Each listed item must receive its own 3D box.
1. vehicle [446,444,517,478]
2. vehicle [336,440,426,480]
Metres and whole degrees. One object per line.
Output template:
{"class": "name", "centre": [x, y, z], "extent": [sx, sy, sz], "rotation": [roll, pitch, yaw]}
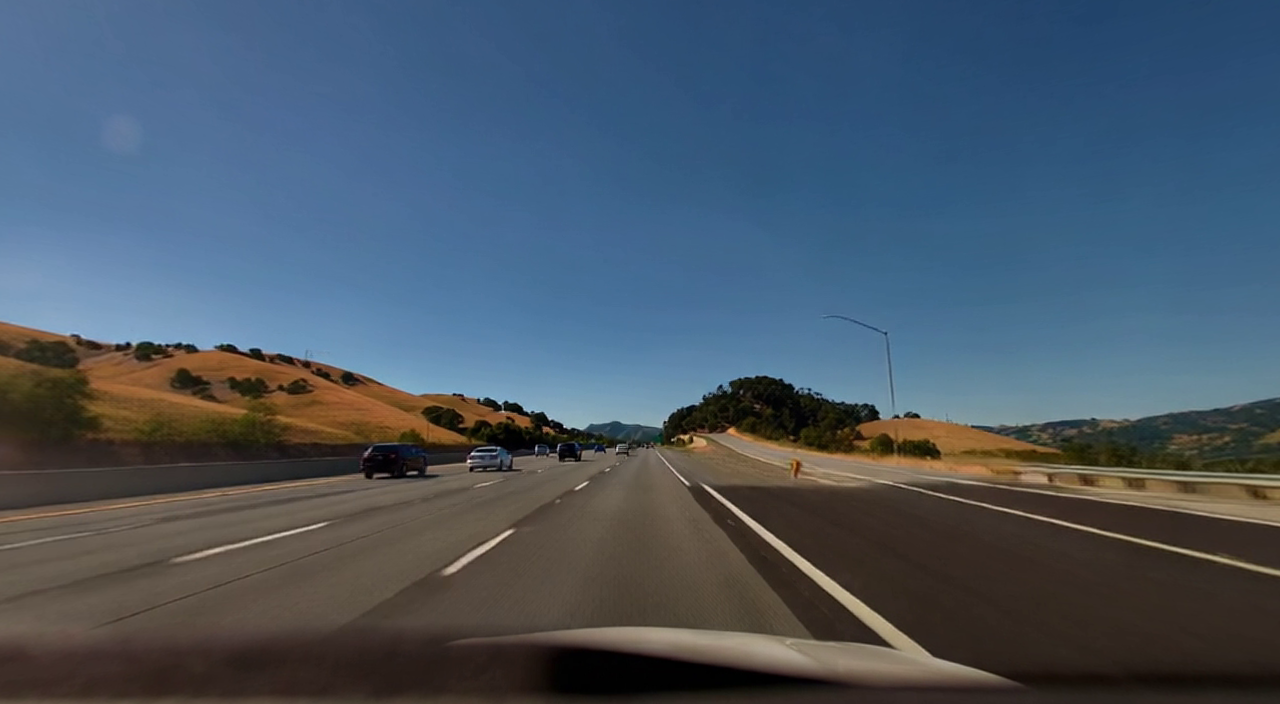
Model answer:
{"class": "vehicle", "centre": [-7.338, 5.092, 29.692], "extent": [2.107, 1.484, 4.449], "rotation": [0, -9, 1]}
{"class": "vehicle", "centre": [-11.510, 4.839, 28.452], "extent": [2.020, 1.645, 4.629], "rotation": [0, -9, 1]}
